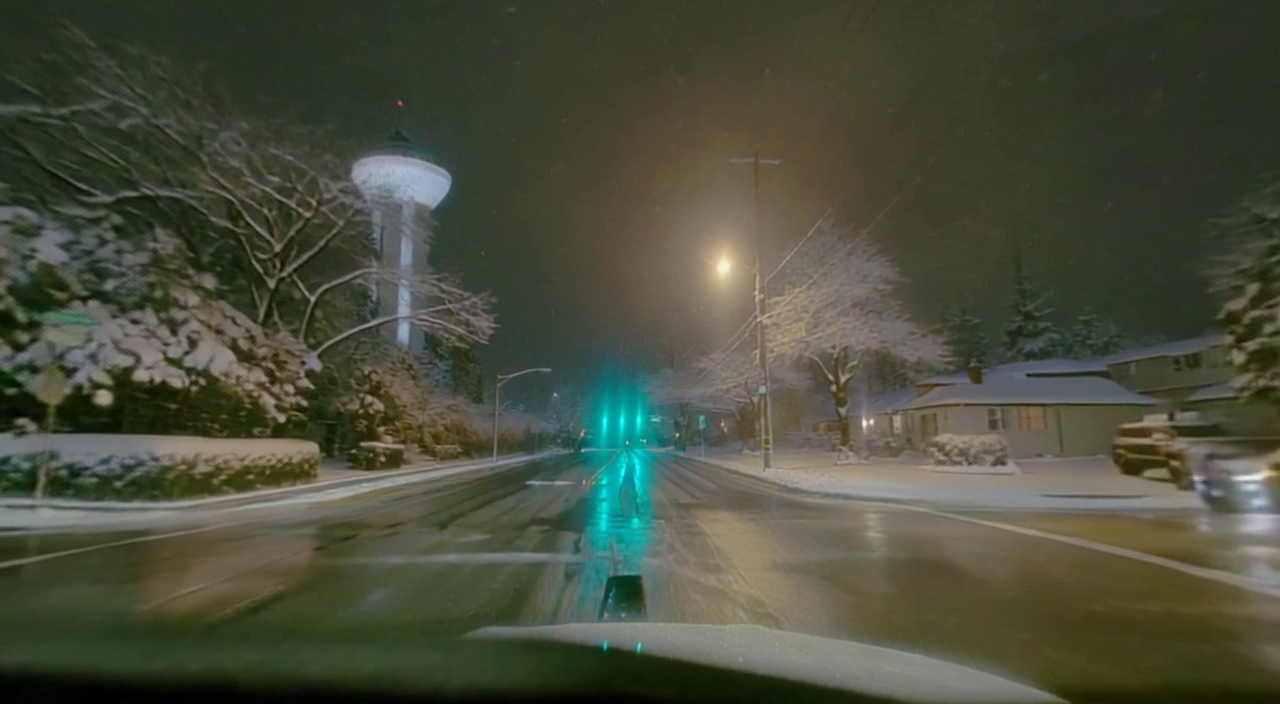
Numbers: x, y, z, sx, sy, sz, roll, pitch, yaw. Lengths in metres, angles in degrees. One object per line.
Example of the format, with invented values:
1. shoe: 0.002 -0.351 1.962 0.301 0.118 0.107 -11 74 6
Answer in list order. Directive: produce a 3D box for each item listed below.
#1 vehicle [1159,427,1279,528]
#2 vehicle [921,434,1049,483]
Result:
1. vehicle: 12.393 2.186 11.141 4.448 1.637 1.881 -1 -8 7
2. vehicle: 10.541 3.212 19.282 3.191 1.365 1.458 -5 -10 37
